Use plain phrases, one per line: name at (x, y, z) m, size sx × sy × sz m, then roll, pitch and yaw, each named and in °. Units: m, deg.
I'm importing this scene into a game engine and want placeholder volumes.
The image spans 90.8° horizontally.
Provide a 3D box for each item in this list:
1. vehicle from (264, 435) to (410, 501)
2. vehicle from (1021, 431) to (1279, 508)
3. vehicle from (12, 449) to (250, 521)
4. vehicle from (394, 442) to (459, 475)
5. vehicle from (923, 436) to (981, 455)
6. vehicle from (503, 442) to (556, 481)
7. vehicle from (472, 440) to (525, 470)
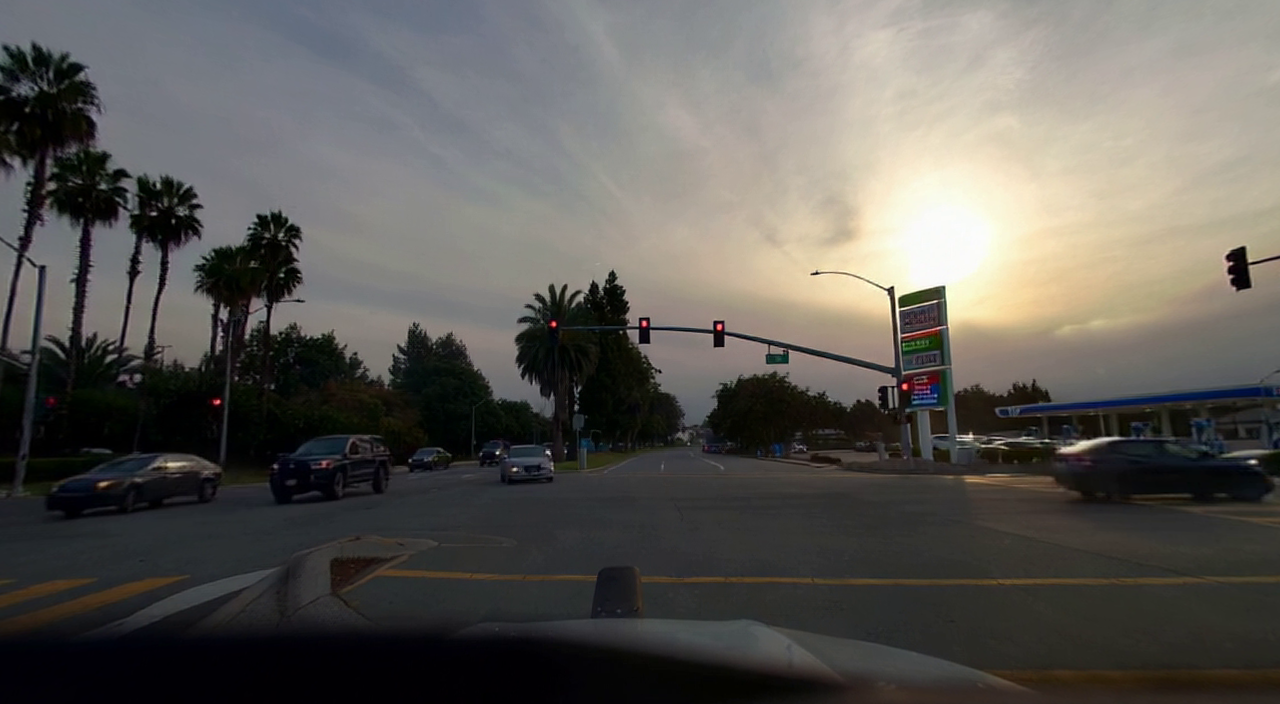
vehicle at (-8.512, 3.286, 18.275) m, size 2.156 × 1.662 × 4.186 m, roll 0°, pitch -9°, yaw -1°
vehicle at (12.377, 2.777, 15.206) m, size 4.938 × 1.651 × 2.138 m, roll -1°, pitch -9°, yaw 8°
vehicle at (-11.807, 3.060, 15.191) m, size 1.966 × 1.455 × 4.493 m, roll 0°, pitch -9°, yaw 0°
vehicle at (-11.874, 5.950, 35.502) m, size 1.973 × 1.712 × 4.872 m, roll 0°, pitch -9°, yaw 0°
vehicle at (22.538, 6.766, 45.664) m, size 3.356 × 1.395 × 1.559 m, roll 0°, pitch -9°, yaw -1°
vehicle at (-4.620, 4.522, 26.460) m, size 1.983 × 1.464 × 4.579 m, roll 1°, pitch -9°, yaw -10°
vehicle at (-8.553, 6.296, 38.607) m, size 2.124 × 1.701 × 4.551 m, roll 0°, pitch -9°, yaw 1°
